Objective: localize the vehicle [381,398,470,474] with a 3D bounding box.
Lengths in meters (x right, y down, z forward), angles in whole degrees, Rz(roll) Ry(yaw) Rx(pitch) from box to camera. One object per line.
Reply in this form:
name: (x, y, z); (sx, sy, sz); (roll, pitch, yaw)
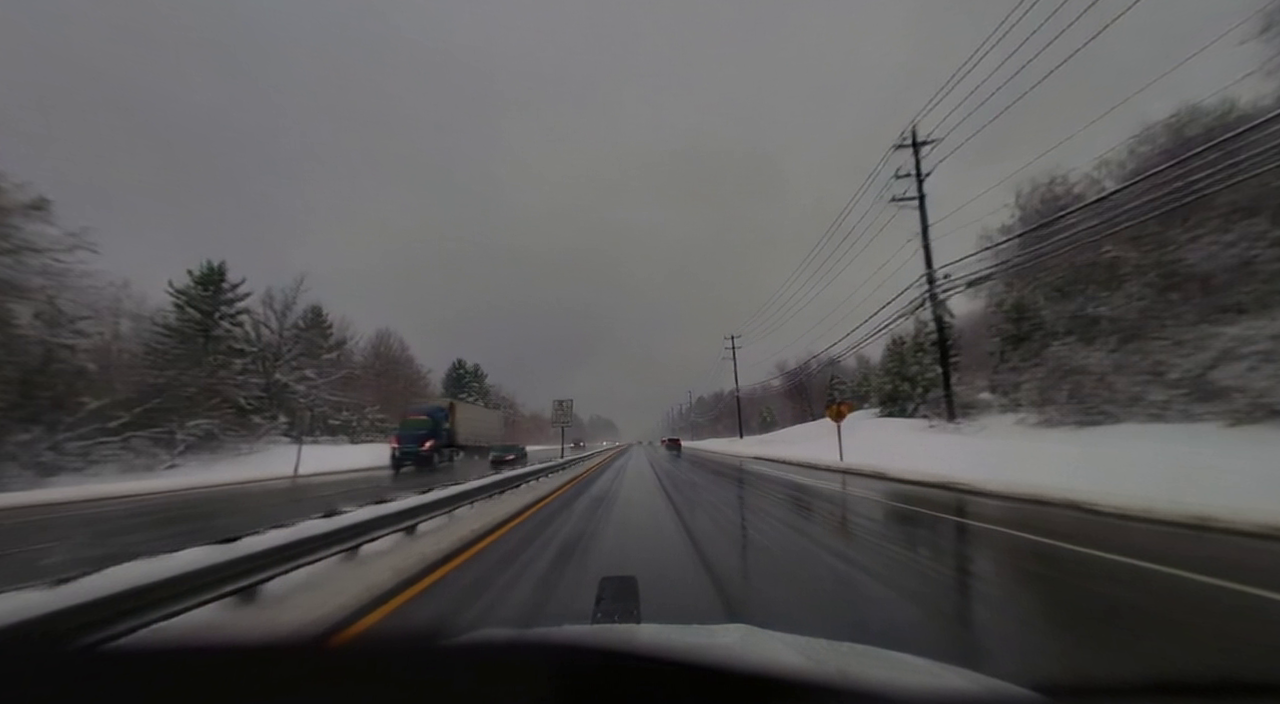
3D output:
vehicle: (-12.138, 4.865, 36.315); (3.013, 3.970, 5.892); (-1, -8, 0)
